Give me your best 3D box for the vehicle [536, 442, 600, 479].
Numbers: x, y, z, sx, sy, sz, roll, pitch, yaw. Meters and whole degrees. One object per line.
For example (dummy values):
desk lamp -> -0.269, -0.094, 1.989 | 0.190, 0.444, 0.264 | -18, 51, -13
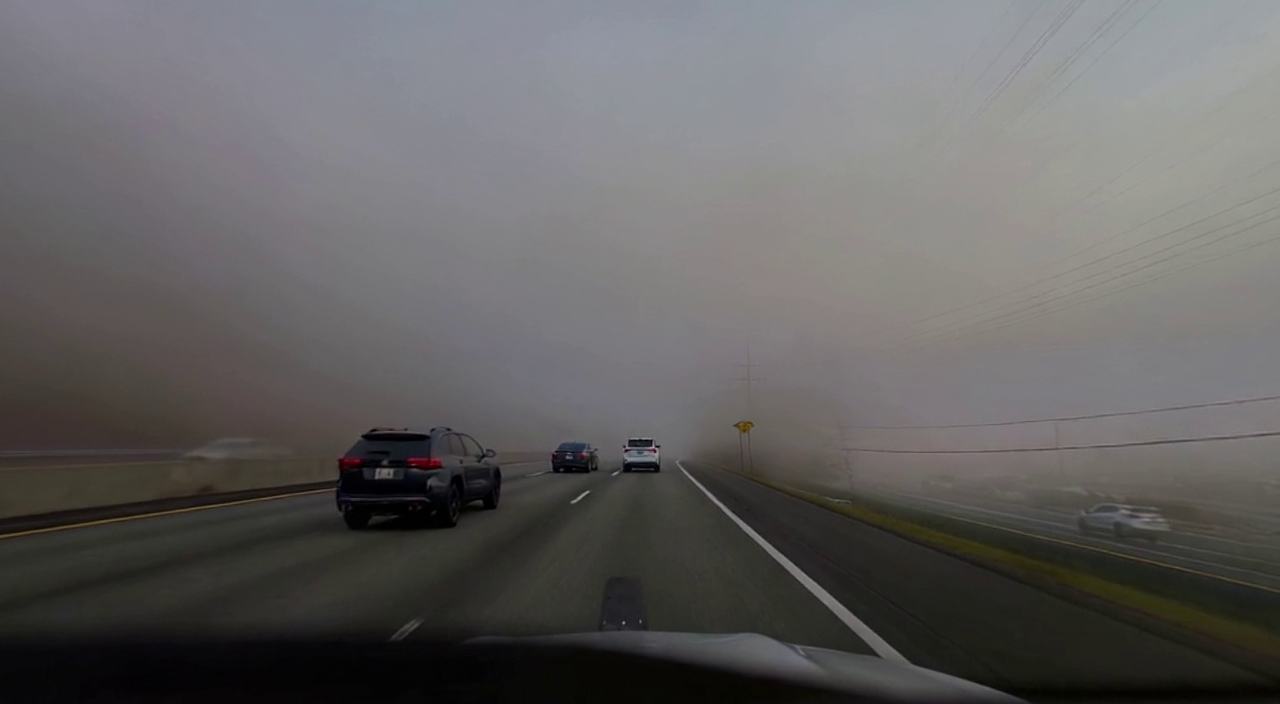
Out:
vehicle -> -3.040, 4.694, 27.595 | 2.092, 1.464, 4.466 | 0, -8, 2

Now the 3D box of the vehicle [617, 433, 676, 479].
vehicle -> 0.300, 4.392, 26.855 | 2.319, 1.813, 4.274 | 0, -8, 1

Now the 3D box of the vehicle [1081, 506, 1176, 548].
vehicle -> 24.998, 8.952, 32.480 | 1.985, 1.513, 4.339 | -2, -8, 10

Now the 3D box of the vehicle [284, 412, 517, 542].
vehicle -> -3.709, 2.037, 10.889 | 2.104, 1.754, 4.515 | 0, -8, 2

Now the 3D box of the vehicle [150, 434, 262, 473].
vehicle -> -20.619, 4.836, 30.249 | 1.958, 1.698, 4.572 | 0, -8, 2
